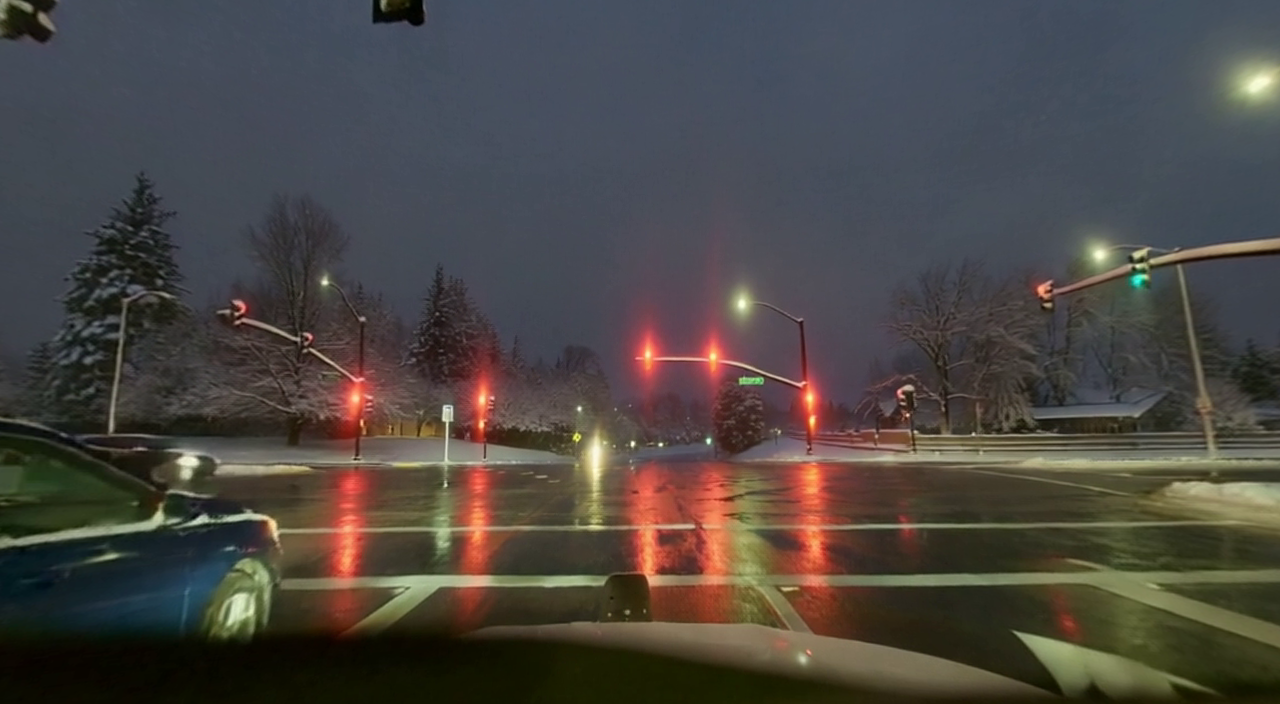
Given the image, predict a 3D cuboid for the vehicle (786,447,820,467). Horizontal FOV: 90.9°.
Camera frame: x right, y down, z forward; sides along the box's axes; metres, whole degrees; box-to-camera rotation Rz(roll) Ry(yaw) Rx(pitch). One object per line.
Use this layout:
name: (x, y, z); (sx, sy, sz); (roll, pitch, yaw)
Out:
vehicle: (12.460, 8.078, 48.499); (1.647, 1.386, 3.725); (-1, -8, 1)

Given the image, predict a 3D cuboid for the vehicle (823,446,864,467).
vehicle: (15.475, 7.948, 48.061); (1.714, 1.458, 4.206); (0, -8, 0)

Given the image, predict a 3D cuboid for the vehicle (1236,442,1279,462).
vehicle: (46.816, 7.409, 46.843); (1.574, 1.369, 3.611); (-1, -8, 5)

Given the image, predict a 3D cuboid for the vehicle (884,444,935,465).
vehicle: (20.478, 7.805, 48.118); (1.815, 1.515, 4.552); (0, -8, -1)

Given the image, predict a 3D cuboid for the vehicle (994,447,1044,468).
vehicle: (28.377, 7.895, 47.347); (1.662, 1.440, 3.583); (-1, -8, 3)

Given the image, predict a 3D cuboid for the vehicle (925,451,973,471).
vehicle: (22.954, 8.111, 46.978); (1.633, 1.324, 3.449); (0, -8, -3)

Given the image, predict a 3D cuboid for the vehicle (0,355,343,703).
vehicle: (-3.052, 0.819, 2.076); (2.055, 1.573, 4.065); (0, -8, 2)
